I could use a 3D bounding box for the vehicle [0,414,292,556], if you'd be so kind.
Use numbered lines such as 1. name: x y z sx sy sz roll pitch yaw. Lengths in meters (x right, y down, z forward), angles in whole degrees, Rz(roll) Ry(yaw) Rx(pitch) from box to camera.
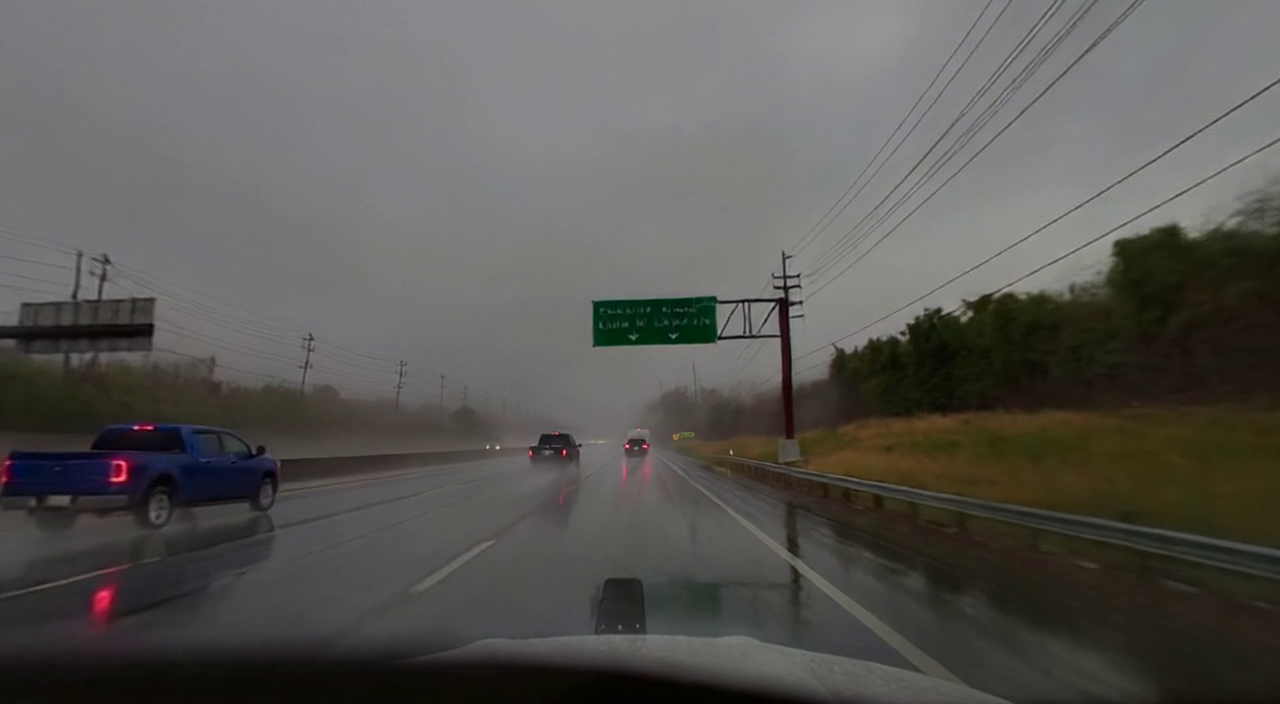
1. vehicle: -7.499 1.844 9.467 2.013 1.609 4.446 0 -8 0

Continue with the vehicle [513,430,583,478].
1. vehicle: -3.743 4.289 26.828 2.204 1.812 5.289 0 -8 0

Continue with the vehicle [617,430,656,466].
1. vehicle: -0.210 6.093 40.296 2.358 2.144 4.713 0 -8 0
